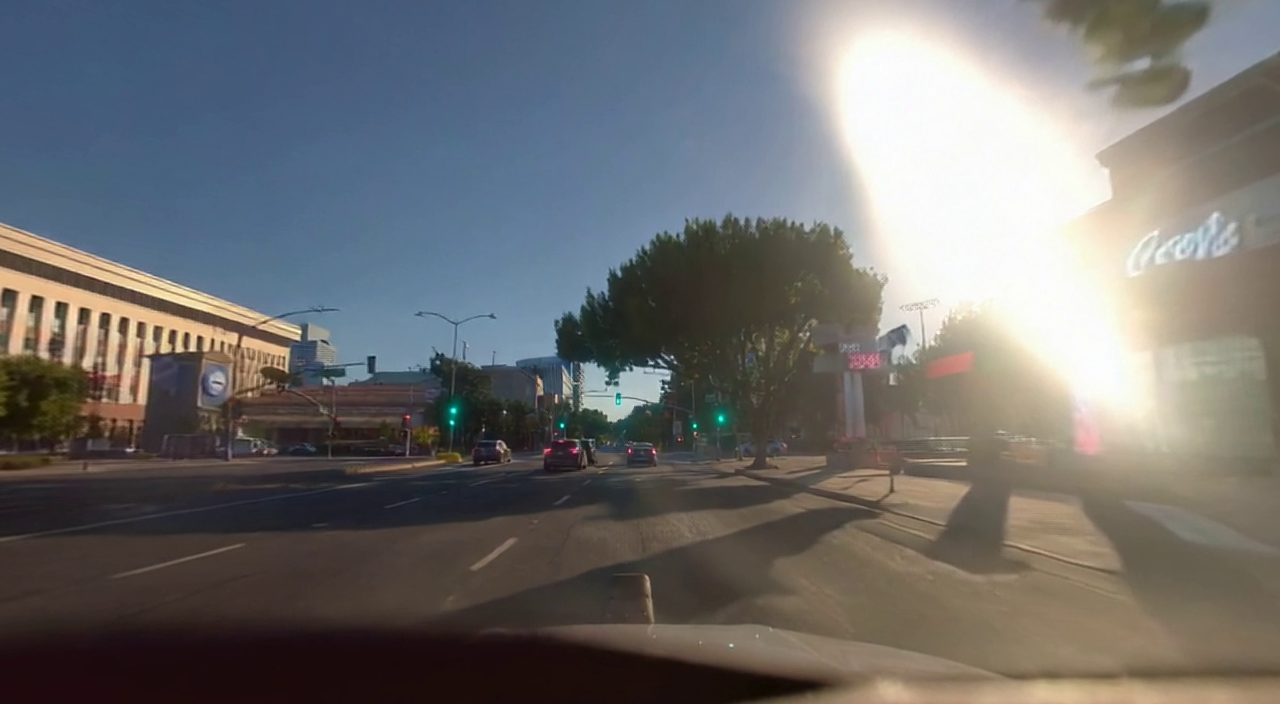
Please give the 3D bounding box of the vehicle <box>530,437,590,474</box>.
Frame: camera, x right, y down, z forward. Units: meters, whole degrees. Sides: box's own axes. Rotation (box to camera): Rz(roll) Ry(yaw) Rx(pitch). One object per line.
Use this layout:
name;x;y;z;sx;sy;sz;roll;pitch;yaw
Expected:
vehicle;-3.437;4.529;27.800;2.029;1.517;4.375;0;-8;1

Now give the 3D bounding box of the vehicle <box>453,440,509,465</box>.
vehicle;-9.770;6.204;39.091;2.096;1.474;4.585;0;-8;3

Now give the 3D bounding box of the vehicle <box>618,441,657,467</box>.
vehicle;-0.092;6.170;38.438;2.258;1.507;3.896;-1;-8;2
